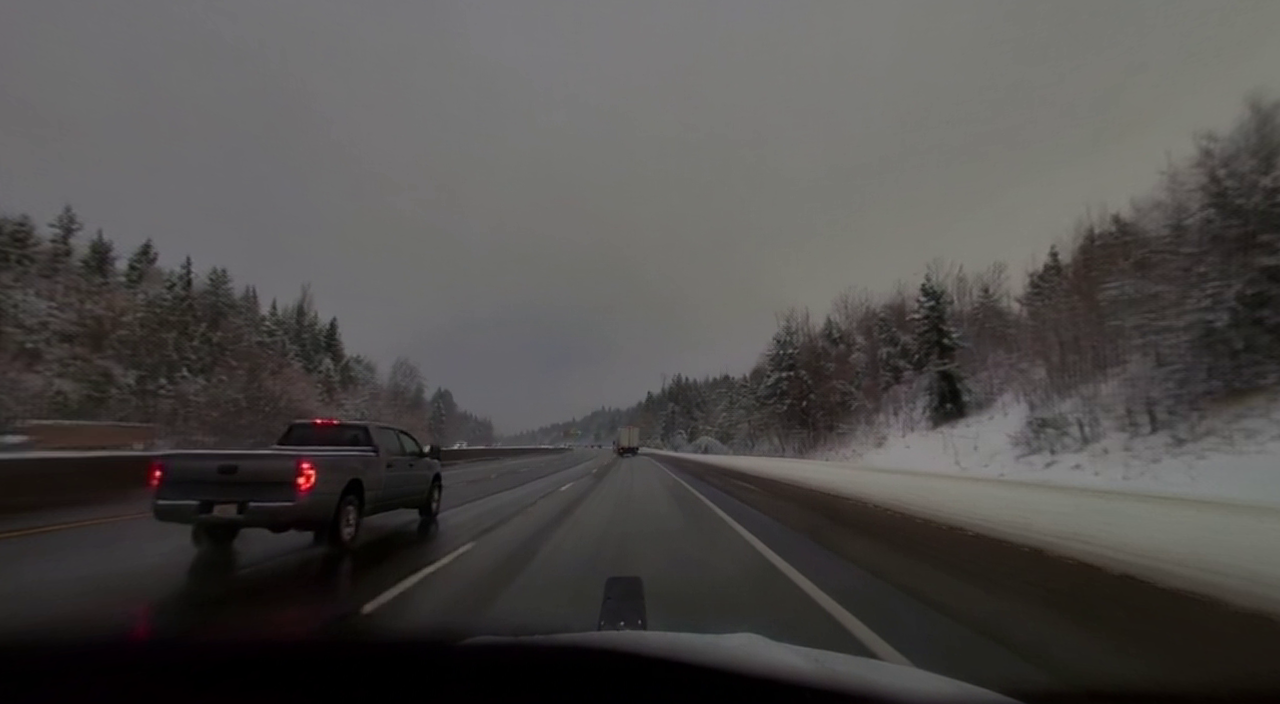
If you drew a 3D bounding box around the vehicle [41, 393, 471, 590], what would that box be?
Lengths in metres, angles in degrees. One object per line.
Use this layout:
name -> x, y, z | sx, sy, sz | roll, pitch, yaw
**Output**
vehicle -> -4.100, 1.606, 8.186 | 2.316, 1.731, 5.126 | 0, -8, 1
